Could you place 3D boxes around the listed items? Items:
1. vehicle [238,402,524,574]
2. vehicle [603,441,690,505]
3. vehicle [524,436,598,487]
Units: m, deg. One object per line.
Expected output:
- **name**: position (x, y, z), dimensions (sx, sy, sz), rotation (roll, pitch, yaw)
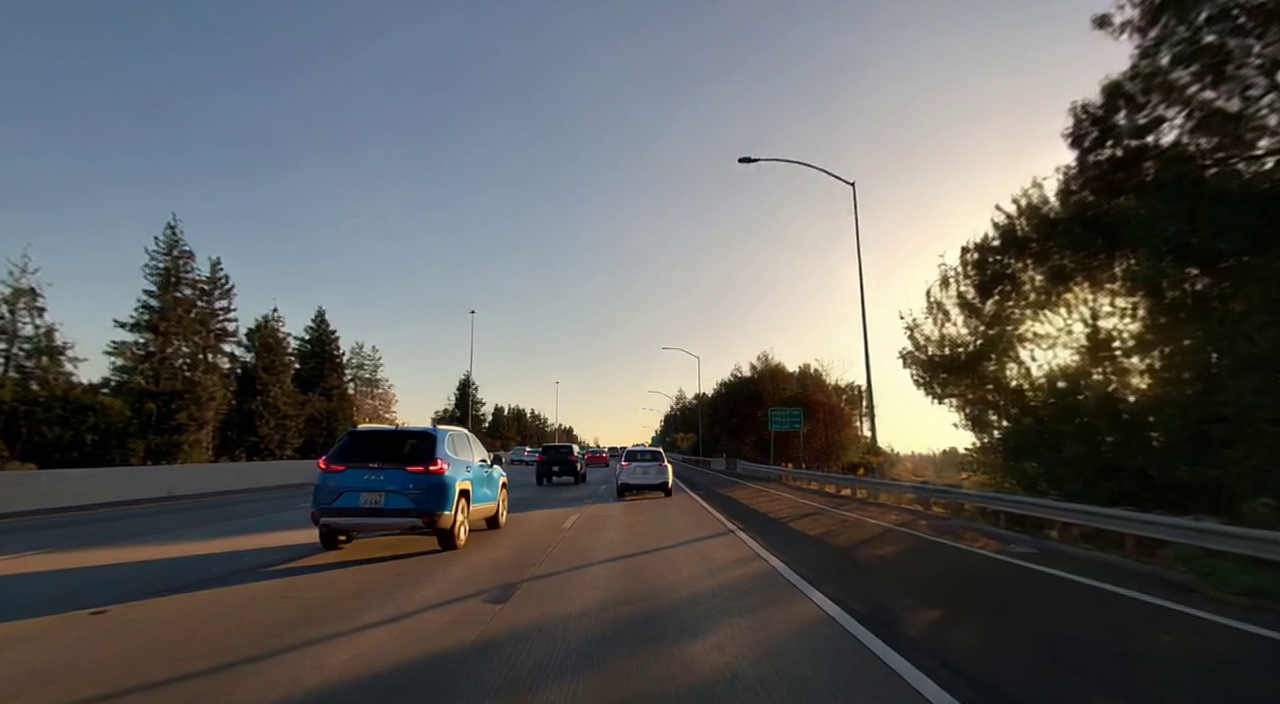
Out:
- **vehicle**: position (-3.132, 1.755, 8.796), dimensions (2.123, 1.798, 4.108), rotation (0, -9, 2)
- **vehicle**: position (0.135, 3.193, 16.997), dimensions (2.068, 1.488, 4.045), rotation (0, -9, -1)
- **vehicle**: position (-2.942, 4.228, 24.602), dimensions (2.125, 1.771, 4.721), rotation (0, -9, 2)
